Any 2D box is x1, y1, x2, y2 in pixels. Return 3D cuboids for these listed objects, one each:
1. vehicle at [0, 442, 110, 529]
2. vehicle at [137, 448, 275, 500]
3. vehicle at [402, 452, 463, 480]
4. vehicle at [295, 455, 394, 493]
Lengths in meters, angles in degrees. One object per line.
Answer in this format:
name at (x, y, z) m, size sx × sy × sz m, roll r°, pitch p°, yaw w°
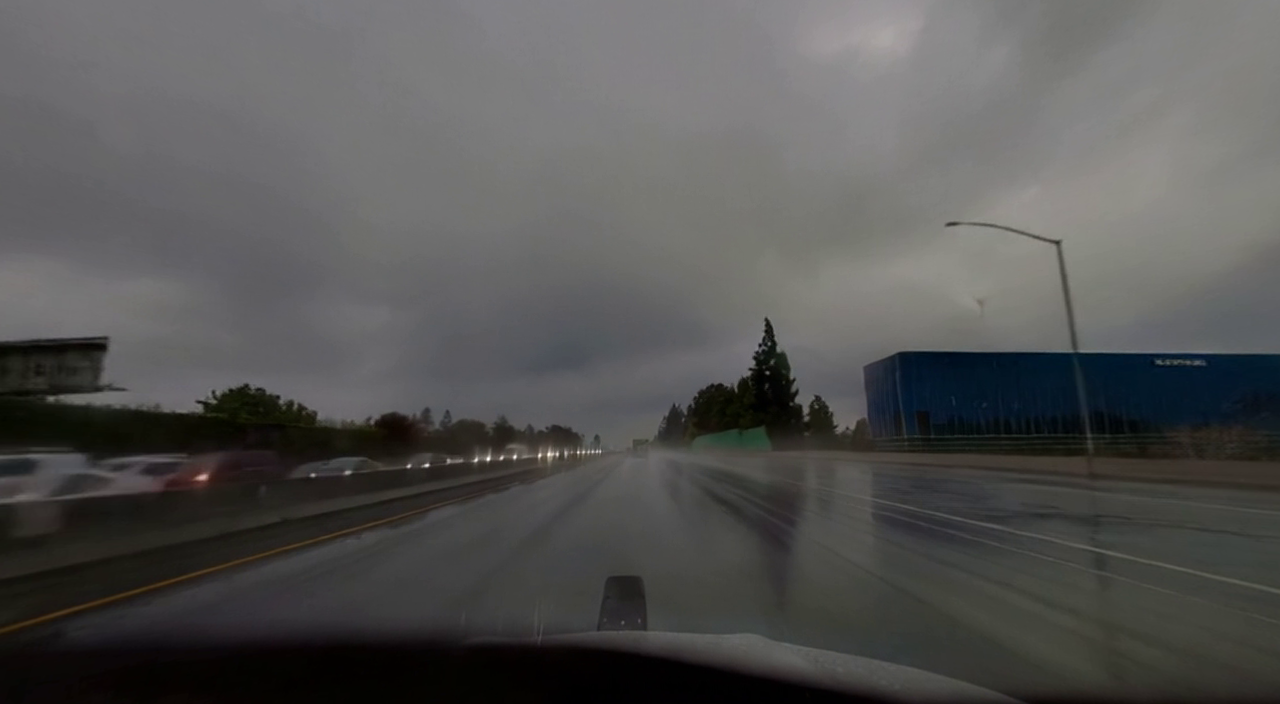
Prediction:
vehicle at (-12.099, 2.320, 10.950) m, size 1.986 × 1.494 × 4.310 m, roll 0°, pitch -9°, yaw 1°
vehicle at (-15.666, 4.394, 23.092) m, size 1.970 × 1.694 × 4.273 m, roll 0°, pitch -9°, yaw 0°
vehicle at (-11.886, 6.540, 36.393) m, size 1.922 × 1.458 × 4.410 m, roll -1°, pitch -9°, yaw 1°
vehicle at (-12.314, 5.088, 26.629) m, size 1.971 × 1.437 × 4.488 m, roll 0°, pitch -9°, yaw 1°
